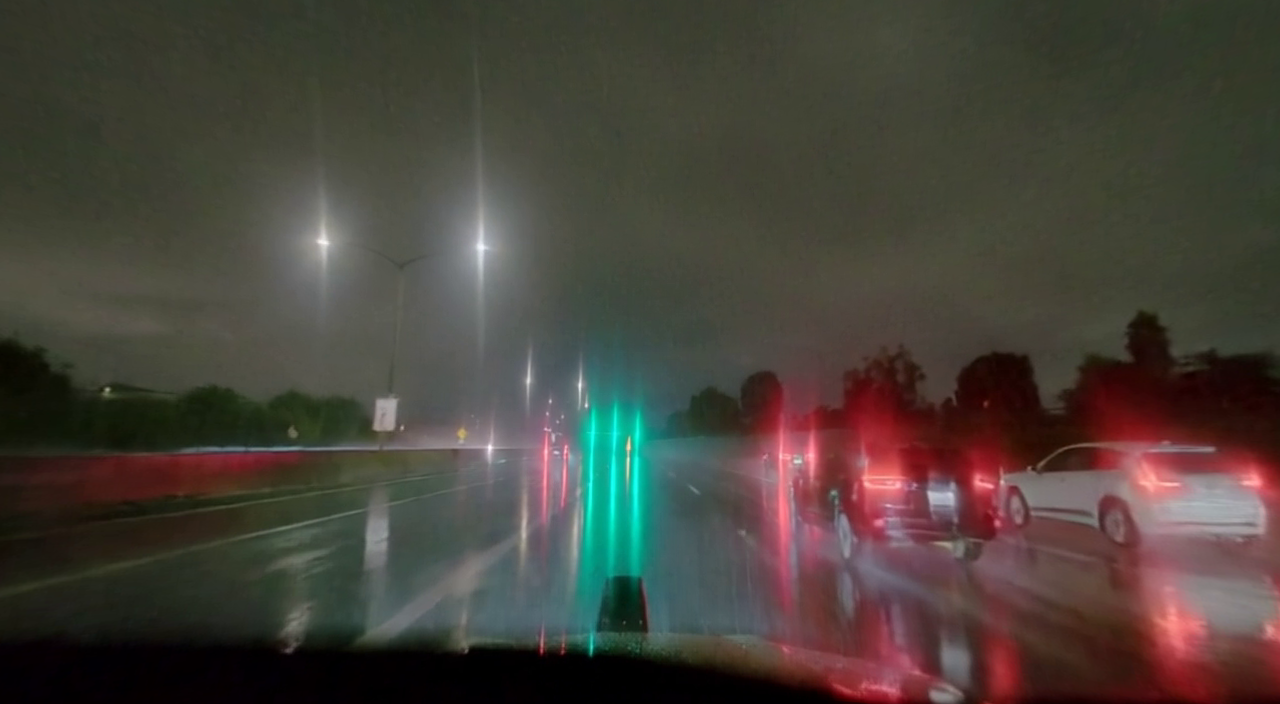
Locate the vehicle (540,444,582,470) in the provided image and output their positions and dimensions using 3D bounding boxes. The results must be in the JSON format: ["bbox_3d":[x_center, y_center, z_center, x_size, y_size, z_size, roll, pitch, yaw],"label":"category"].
[{"bbox_3d":[-4.694,6.295,38.080,2.014,1.481,4.156,0,-8,0],"label":"vehicle"}]

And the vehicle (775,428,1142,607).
[{"bbox_3d":[3.218,1.750,7.772,2.030,1.490,4.737,0,-8,0],"label":"vehicle"}]
